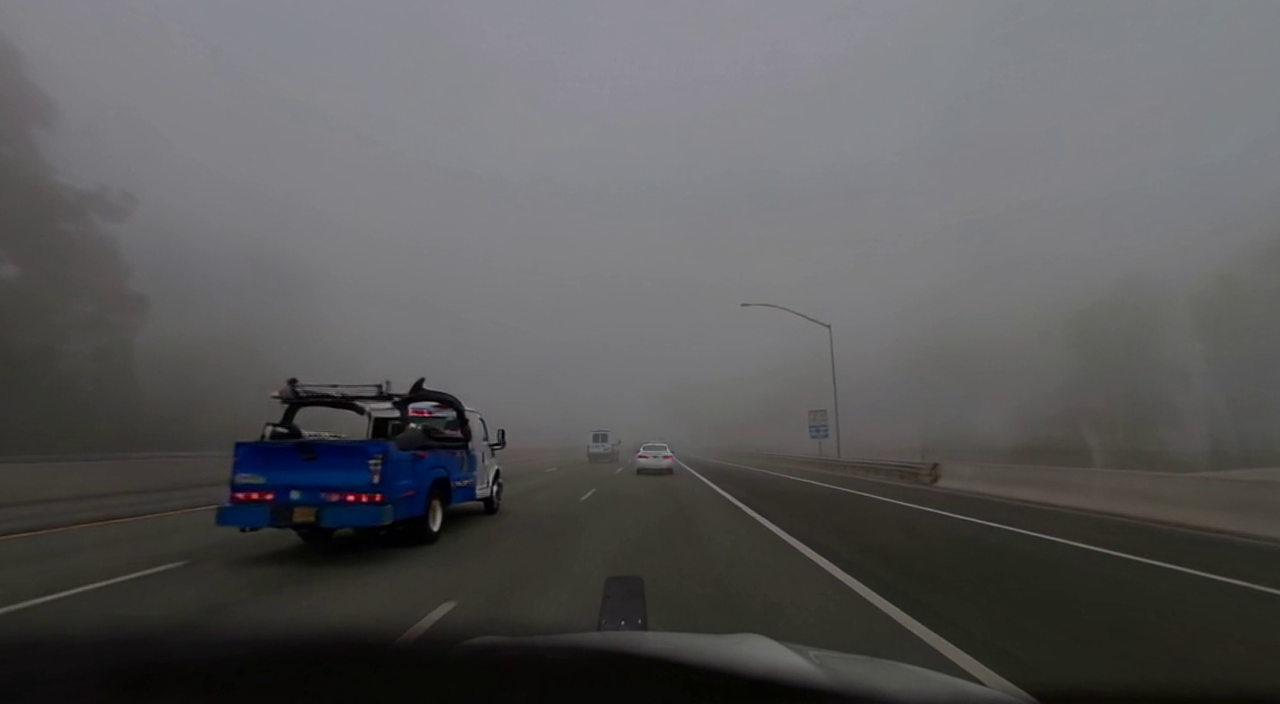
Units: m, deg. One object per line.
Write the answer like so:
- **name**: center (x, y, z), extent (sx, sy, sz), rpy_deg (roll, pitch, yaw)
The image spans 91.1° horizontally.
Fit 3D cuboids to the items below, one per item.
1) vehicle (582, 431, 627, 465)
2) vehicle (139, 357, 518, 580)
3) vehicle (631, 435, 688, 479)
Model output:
- **vehicle**: center (-2.330, 6.543, 43.060), extent (2.526, 2.146, 5.594), rpy_deg (0, -8, 2)
- **vehicle**: center (-3.451, 1.478, 8.690), extent (2.292, 2.070, 5.532), rpy_deg (0, -8, 1)
- **vehicle**: center (0.777, 4.359, 26.369), extent (2.165, 1.653, 4.456), rpy_deg (0, -8, 1)
